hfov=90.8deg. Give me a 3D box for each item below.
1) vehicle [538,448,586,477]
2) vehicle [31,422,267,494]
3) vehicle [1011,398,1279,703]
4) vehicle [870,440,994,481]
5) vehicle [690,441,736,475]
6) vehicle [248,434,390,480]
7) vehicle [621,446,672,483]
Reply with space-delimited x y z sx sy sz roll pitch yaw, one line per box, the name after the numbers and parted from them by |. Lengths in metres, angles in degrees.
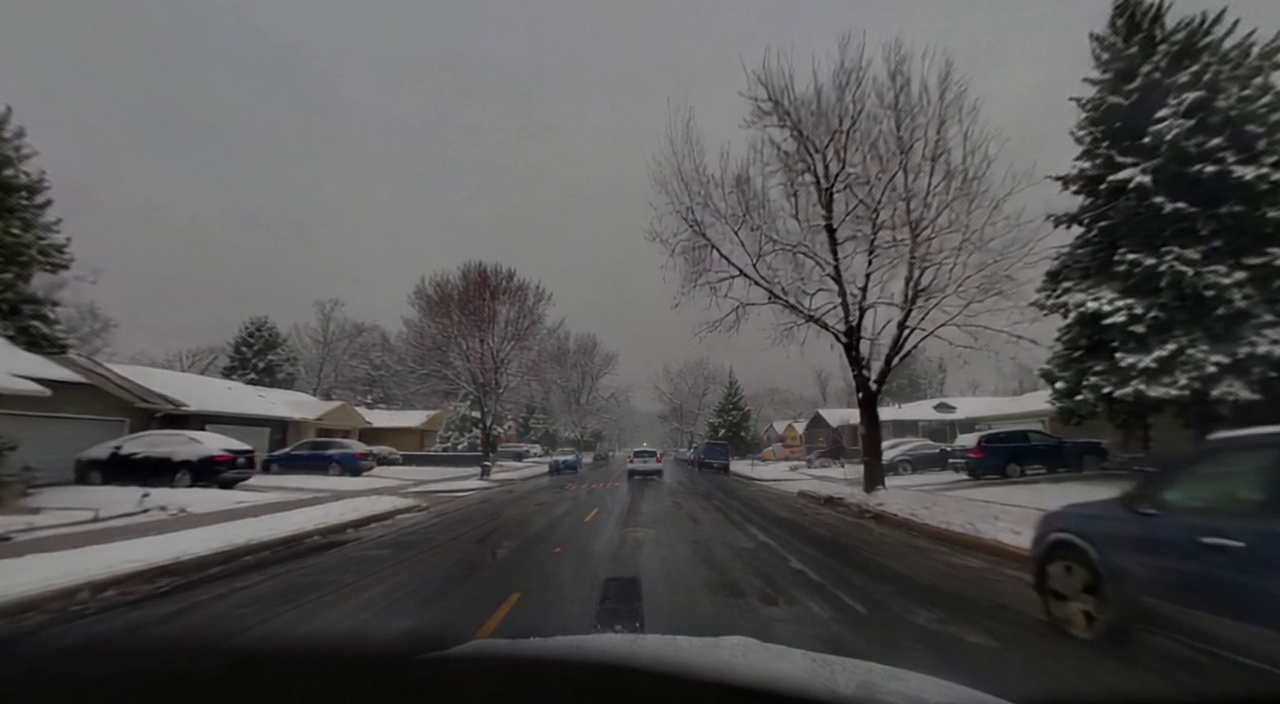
-4.536 6.504 37.514 1.984 1.498 4.508 -3 -8 3 | vehicle
-12.672 2.756 16.557 4.510 1.728 1.997 0 -9 2 | vehicle
3.954 1.003 2.530 2.048 1.671 4.649 0 -9 -1 | vehicle
12.109 4.521 26.363 4.157 1.520 1.938 -1 -9 -1 | vehicle
4.414 6.523 39.161 2.221 1.960 4.927 0 -9 -1 | vehicle
-12.582 4.125 24.970 4.551 1.700 1.920 0 -9 3 | vehicle
0.308 4.802 27.204 2.000 1.449 4.006 0 -9 1 | vehicle
